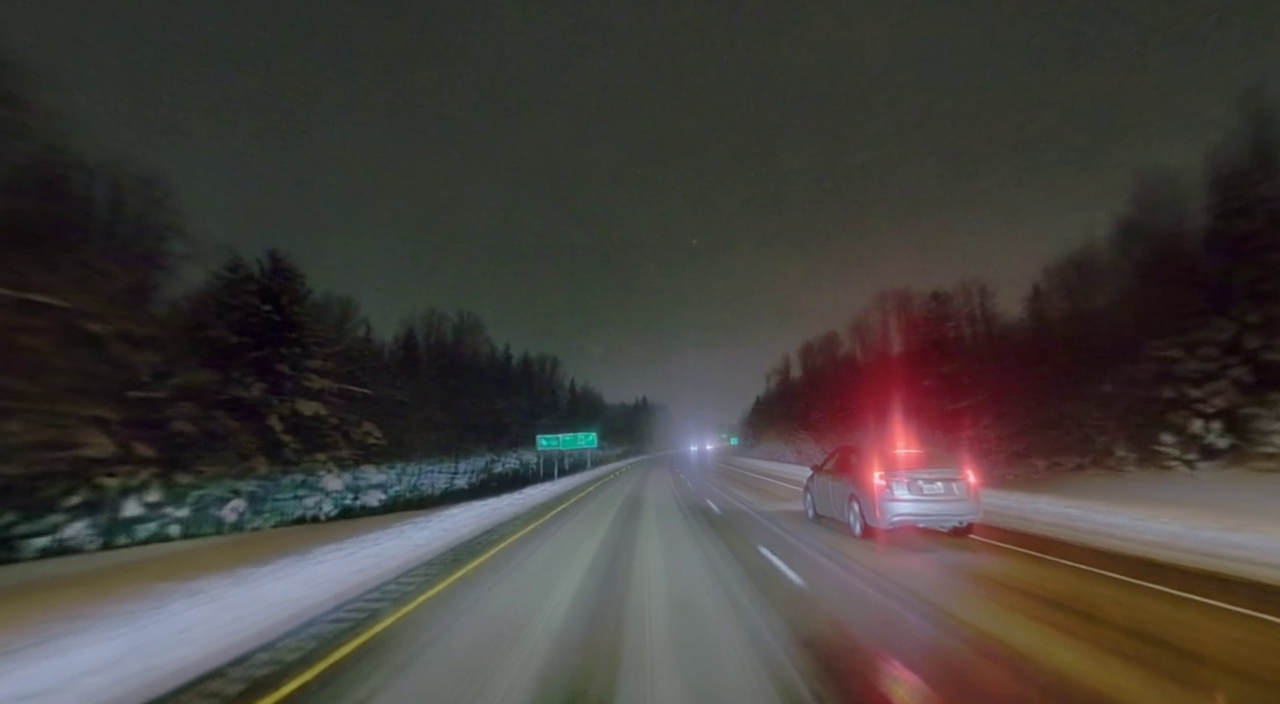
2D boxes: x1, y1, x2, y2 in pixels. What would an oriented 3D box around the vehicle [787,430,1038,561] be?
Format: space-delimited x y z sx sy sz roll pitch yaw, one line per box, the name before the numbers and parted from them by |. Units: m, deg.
vehicle | 3.695 1.999 9.521 1.997 1.515 4.025 0 -8 0
